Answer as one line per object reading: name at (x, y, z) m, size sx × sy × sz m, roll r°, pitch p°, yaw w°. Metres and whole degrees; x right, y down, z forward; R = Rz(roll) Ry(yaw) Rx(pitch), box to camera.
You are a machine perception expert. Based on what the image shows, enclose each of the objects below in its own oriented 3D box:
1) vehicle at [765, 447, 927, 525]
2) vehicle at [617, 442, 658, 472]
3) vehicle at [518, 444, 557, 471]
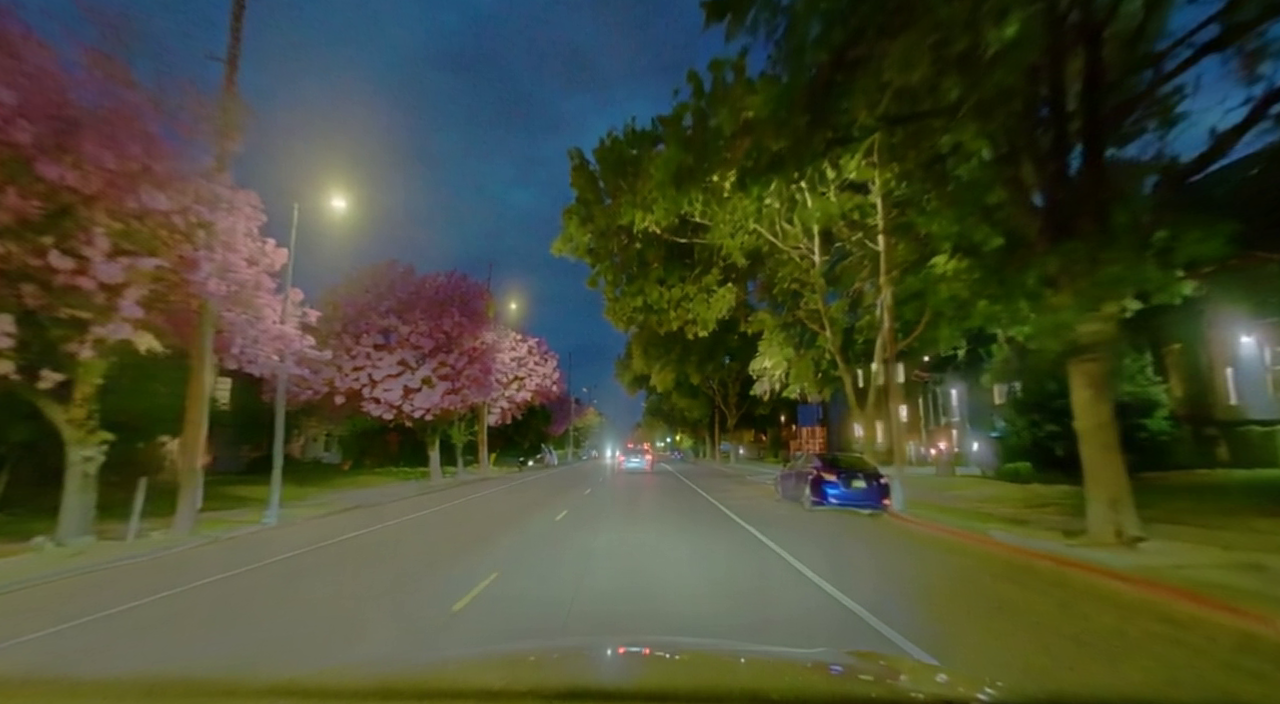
vehicle at (4.473, 2.962, 14.698) m, size 1.977 × 1.481 × 5.155 m, roll 0°, pitch -8°, yaw -1°
vehicle at (-0.149, 5.609, 33.725) m, size 2.104 × 1.500 × 3.815 m, roll 0°, pitch -8°, yaw -1°
vehicle at (-7.561, 7.837, 46.686) m, size 2.022 × 1.795 × 4.337 m, roll -3°, pitch -10°, yaw 1°
